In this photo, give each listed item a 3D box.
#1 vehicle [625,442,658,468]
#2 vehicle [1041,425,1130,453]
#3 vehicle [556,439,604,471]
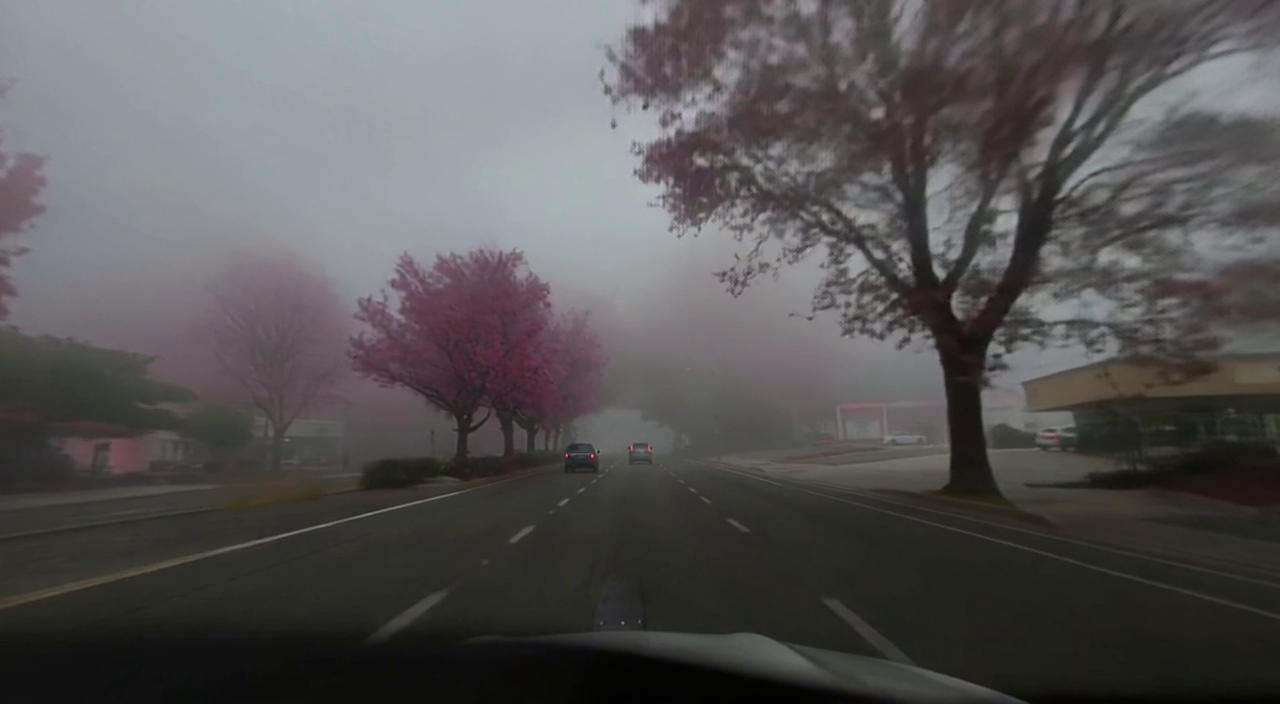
[{"bbox_3d":[0.095,7.163,43.774,2.149,1.701,4.379,0,-8,0],"label":"vehicle"},{"bbox_3d":[25.354,5.007,35.938,1.728,1.443,4.505,0,-8,-1],"label":"vehicle"},{"bbox_3d":[-3.649,6.387,39.264,2.453,1.844,4.751,0,-8,1],"label":"vehicle"}]
